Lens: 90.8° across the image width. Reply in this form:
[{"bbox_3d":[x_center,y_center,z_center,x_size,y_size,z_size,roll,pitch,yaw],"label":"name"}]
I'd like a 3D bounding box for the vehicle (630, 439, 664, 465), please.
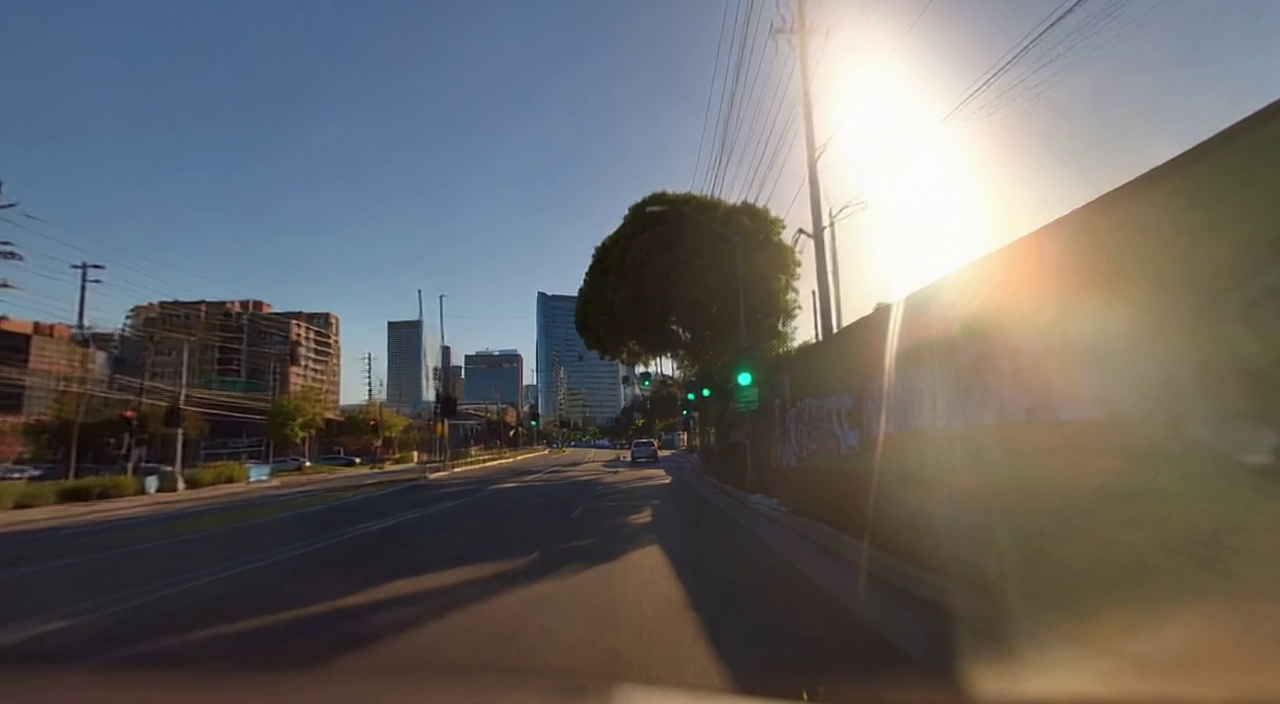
[{"bbox_3d":[0.414,6.529,41.245,2.105,1.611,3.750,0,-8,0],"label":"vehicle"}]
